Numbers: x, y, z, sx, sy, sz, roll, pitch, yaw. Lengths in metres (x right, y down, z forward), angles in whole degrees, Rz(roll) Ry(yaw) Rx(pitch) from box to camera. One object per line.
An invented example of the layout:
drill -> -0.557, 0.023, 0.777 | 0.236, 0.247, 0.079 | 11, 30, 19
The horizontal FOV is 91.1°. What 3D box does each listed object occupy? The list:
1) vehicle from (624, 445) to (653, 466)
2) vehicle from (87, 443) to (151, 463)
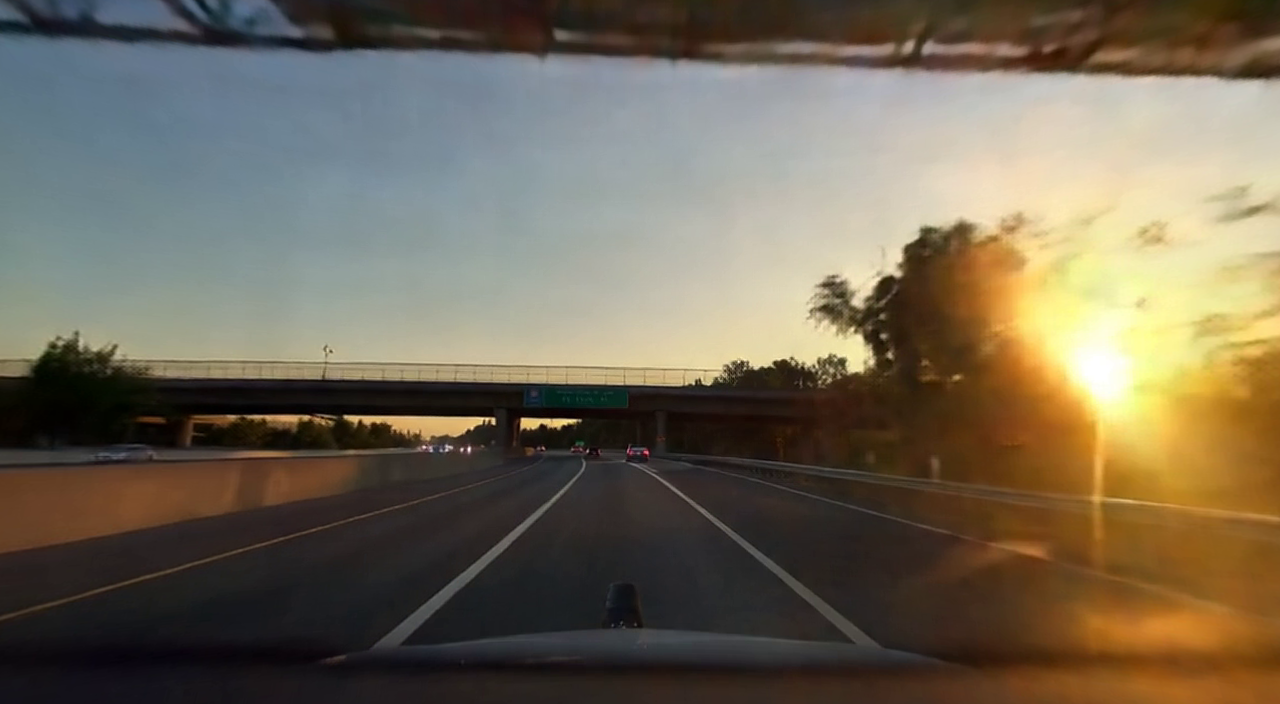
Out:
vehicle -> -0.101, 7.850, 47.708 | 2.140, 1.455, 4.135 | 0, -9, 0
vehicle -> -40.776, 7.902, 49.343 | 1.762, 1.433, 4.077 | 0, -9, -5
